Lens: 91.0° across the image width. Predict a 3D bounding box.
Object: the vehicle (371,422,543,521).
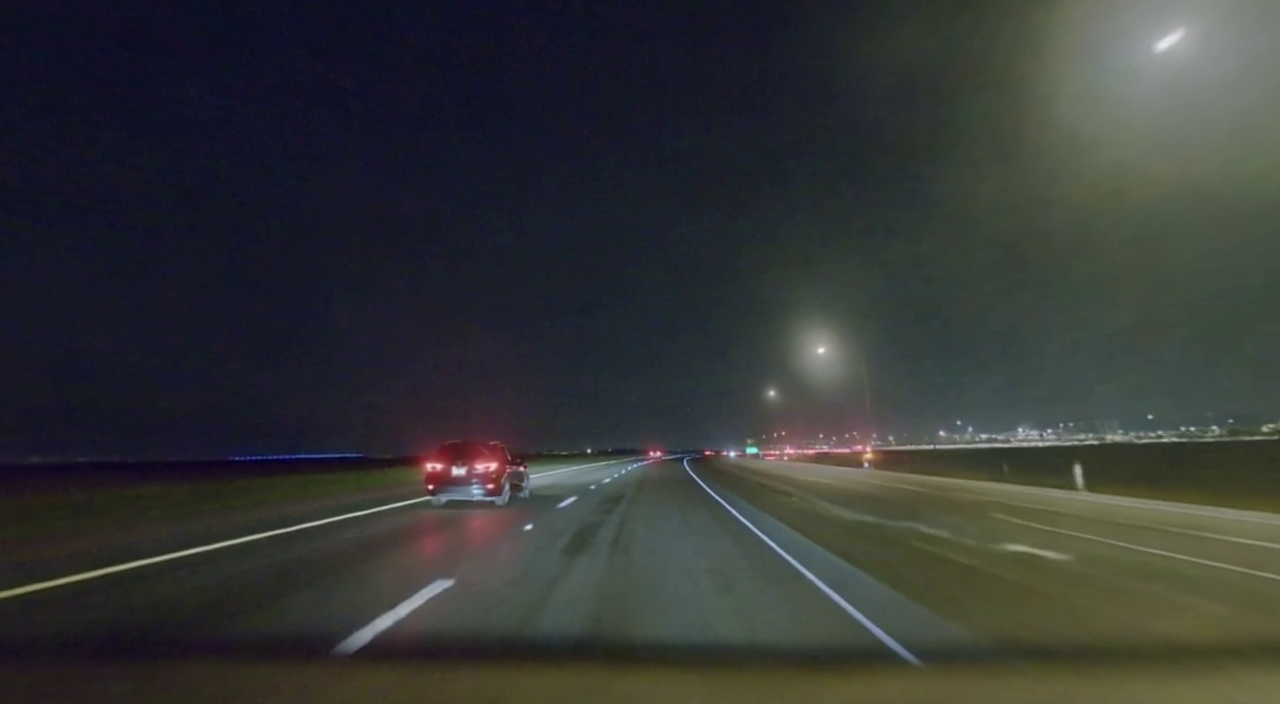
[{"bbox_3d":[-3.704,2.539,13.881,2.193,1.771,4.757,0,-9,2],"label":"vehicle"}]
